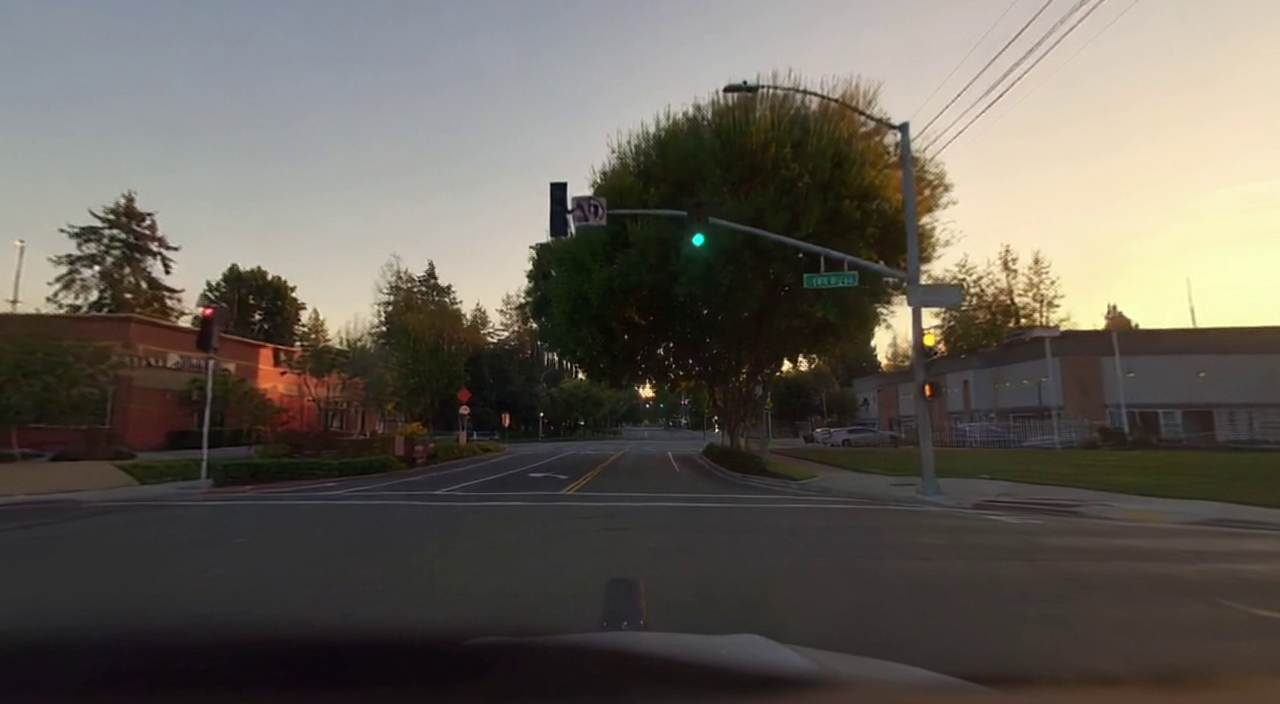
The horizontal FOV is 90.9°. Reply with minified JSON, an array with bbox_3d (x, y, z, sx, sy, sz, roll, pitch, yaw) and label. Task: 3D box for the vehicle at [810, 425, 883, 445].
[{"bbox_3d":[14.958,6.041,45.768,4.693,1.437,1.799,0,-8,3],"label":"vehicle"}]
